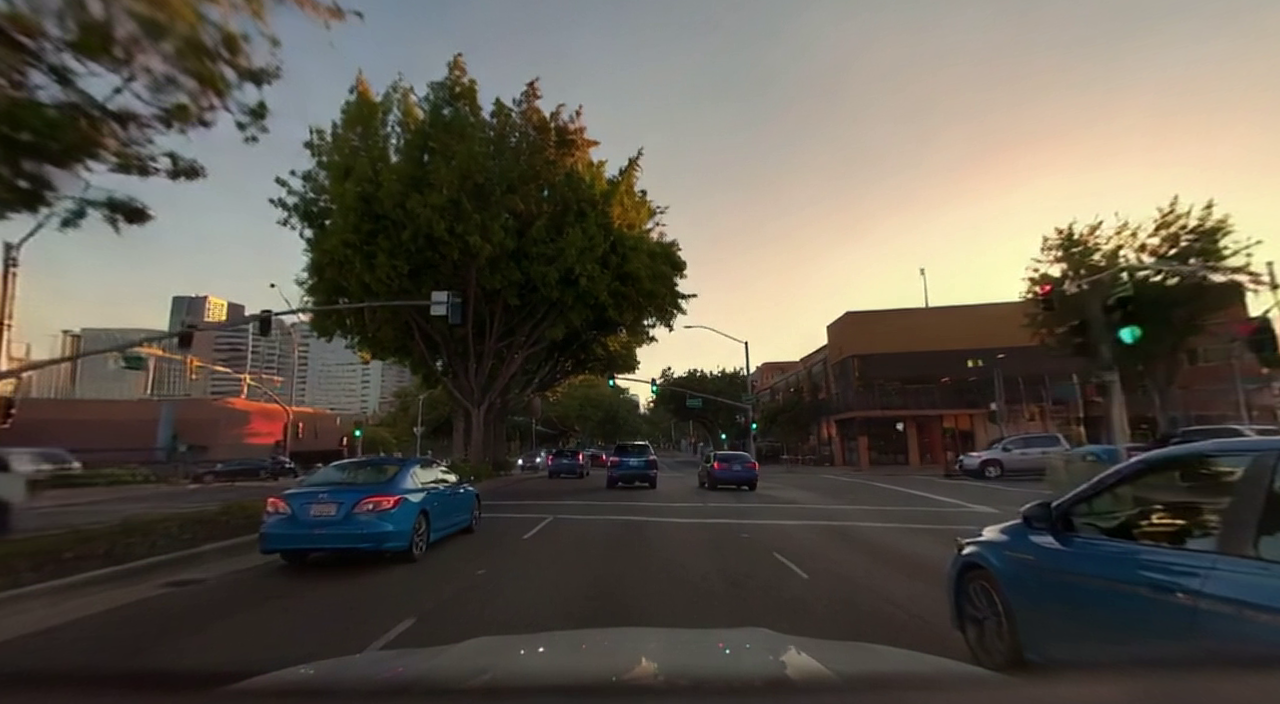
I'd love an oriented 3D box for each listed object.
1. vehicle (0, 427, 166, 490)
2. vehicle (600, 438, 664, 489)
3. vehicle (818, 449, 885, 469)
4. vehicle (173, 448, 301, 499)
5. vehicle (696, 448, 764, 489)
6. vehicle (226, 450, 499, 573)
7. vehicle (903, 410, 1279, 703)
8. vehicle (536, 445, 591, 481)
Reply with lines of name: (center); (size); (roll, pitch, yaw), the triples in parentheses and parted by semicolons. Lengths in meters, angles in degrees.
vehicle: (-35.100, 6.298, 37.619); (12.467, 3.385, 3.314); (-2, -9, 13)
vehicle: (-0.297, 4.469, 25.608); (2.361, 1.898, 4.465); (0, -9, 0)
vehicle: (16.175, 8.194, 48.367); (4.407, 1.492, 1.930); (0, -9, 2)
vehicle: (-16.102, 4.814, 25.564); (1.906, 1.839, 4.845); (0, -9, 0)
vehicle: (3.476, 4.599, 25.247); (2.058, 1.472, 4.317); (0, -9, 0)
vehicle: (-3.622, 2.127, 9.201); (2.115, 1.369, 3.908); (0, -9, 2)
vehicle: (3.096, 1.029, 2.668); (2.052, 1.475, 4.540); (0, -9, 1)
vehicle: (-3.699, 5.443, 31.190); (2.130, 1.645, 3.995); (0, -9, 1)
